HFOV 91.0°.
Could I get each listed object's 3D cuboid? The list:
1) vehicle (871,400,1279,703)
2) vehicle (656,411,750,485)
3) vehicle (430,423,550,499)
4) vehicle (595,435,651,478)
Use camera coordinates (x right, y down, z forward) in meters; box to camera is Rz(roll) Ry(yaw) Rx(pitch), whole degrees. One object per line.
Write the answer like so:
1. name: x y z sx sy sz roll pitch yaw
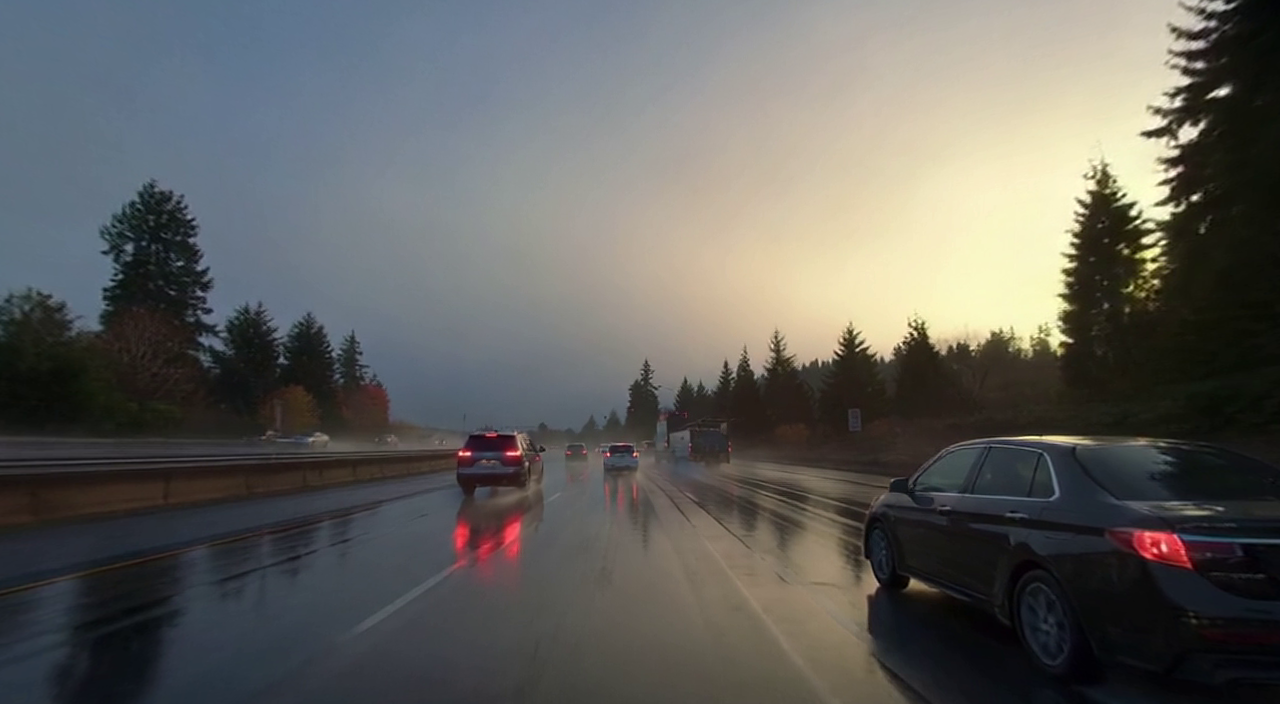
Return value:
1. vehicle: 3.160 1.150 3.587 2.031 1.504 4.327 0 -9 0
2. vehicle: 2.946 5.132 34.093 3.426 3.279 12.313 0 -8 -2
3. vehicle: -3.936 2.973 17.515 2.176 1.783 4.799 0 -9 0
4. vehicle: -0.724 4.480 27.231 2.235 1.682 4.094 0 -9 -1
